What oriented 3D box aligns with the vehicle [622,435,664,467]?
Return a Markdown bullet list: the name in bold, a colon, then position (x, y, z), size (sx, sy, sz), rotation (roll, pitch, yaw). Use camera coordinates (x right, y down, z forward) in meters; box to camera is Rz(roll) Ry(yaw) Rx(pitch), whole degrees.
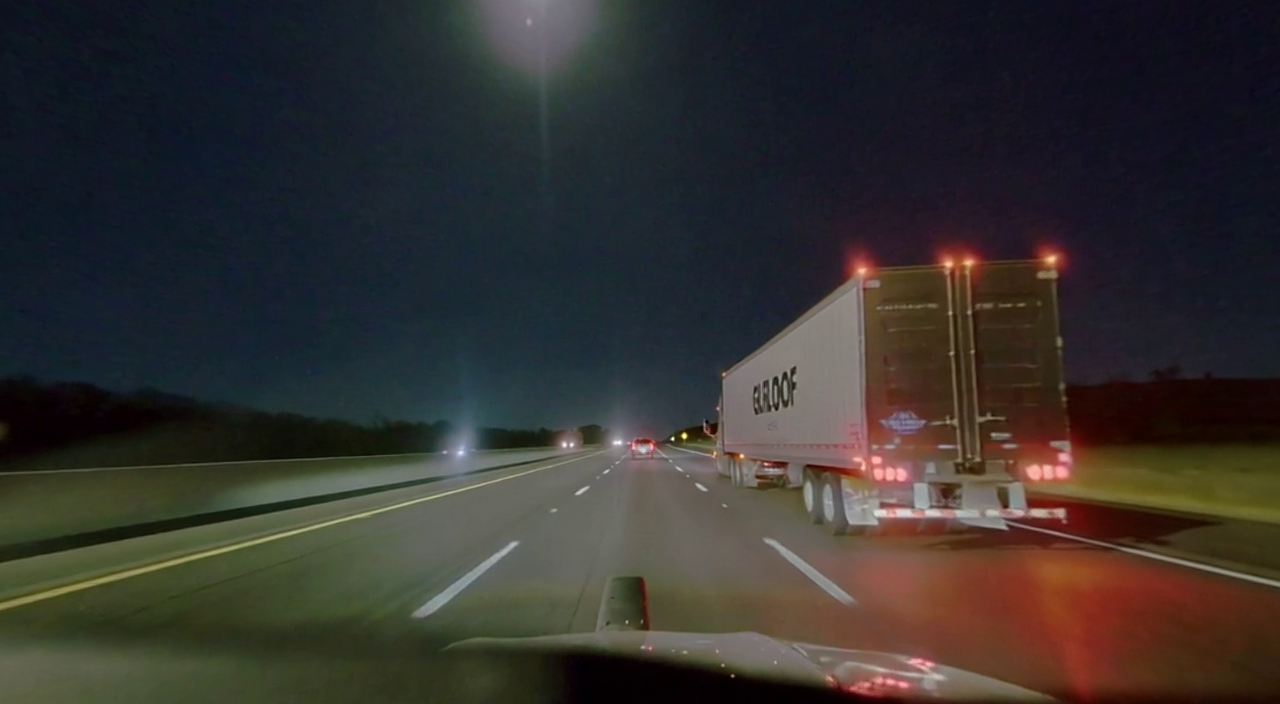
- **vehicle**: position (0.163, 5.345, 34.207), size (2.111, 1.635, 4.177), rotation (0, -8, 0)
